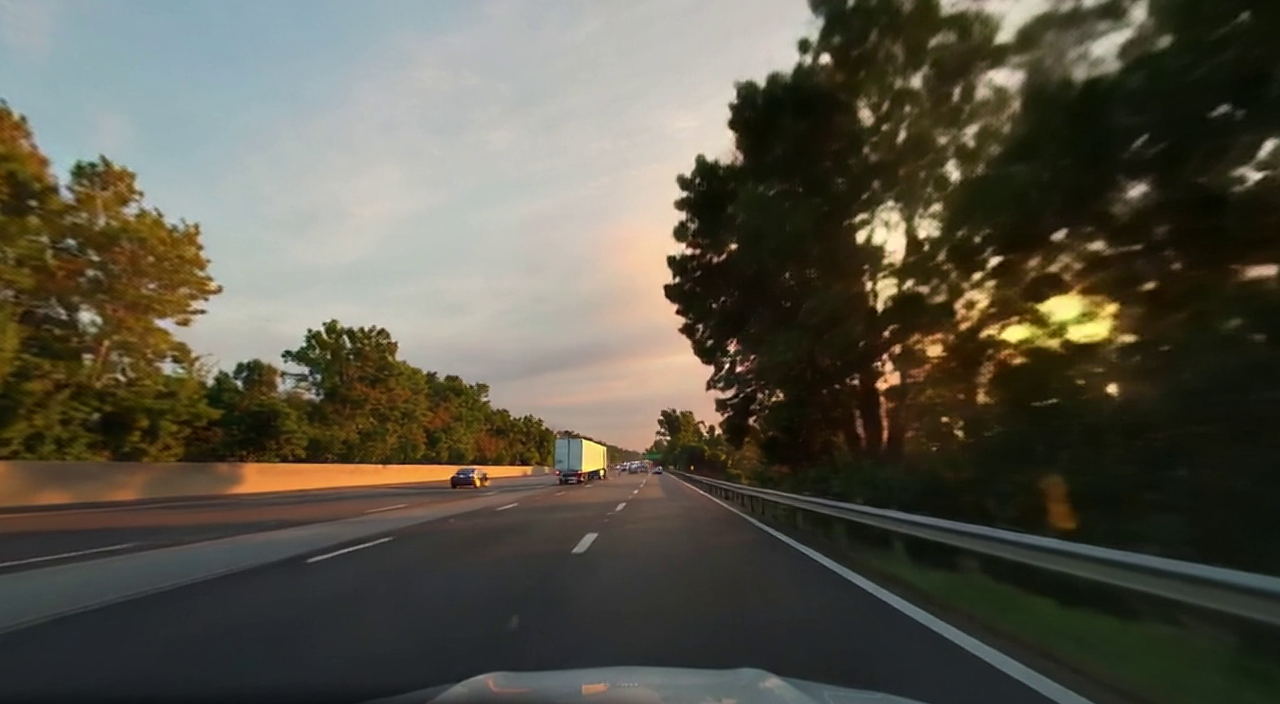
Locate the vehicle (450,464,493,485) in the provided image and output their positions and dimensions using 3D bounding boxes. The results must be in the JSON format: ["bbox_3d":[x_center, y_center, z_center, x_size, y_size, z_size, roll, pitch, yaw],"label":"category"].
[{"bbox_3d":[-12.208,8.916,45.870,1.745,1.430,4.252,0,-10,4],"label":"vehicle"}]
